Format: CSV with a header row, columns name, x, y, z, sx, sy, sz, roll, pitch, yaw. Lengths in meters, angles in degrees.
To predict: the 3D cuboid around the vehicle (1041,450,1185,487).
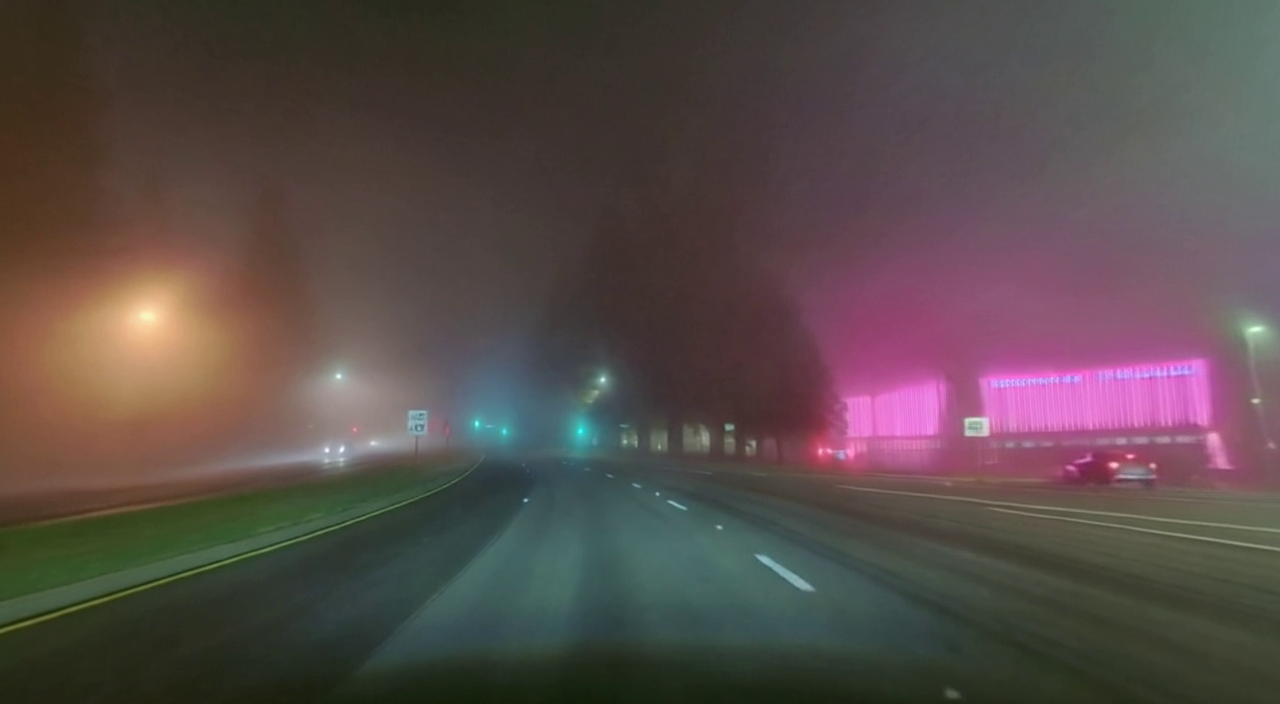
name,x,y,z,sx,sy,sz,roll,pitch,yaw
vehicle,22.264,5.480,29.828,4.946,1.656,2.139,-1,-8,4
